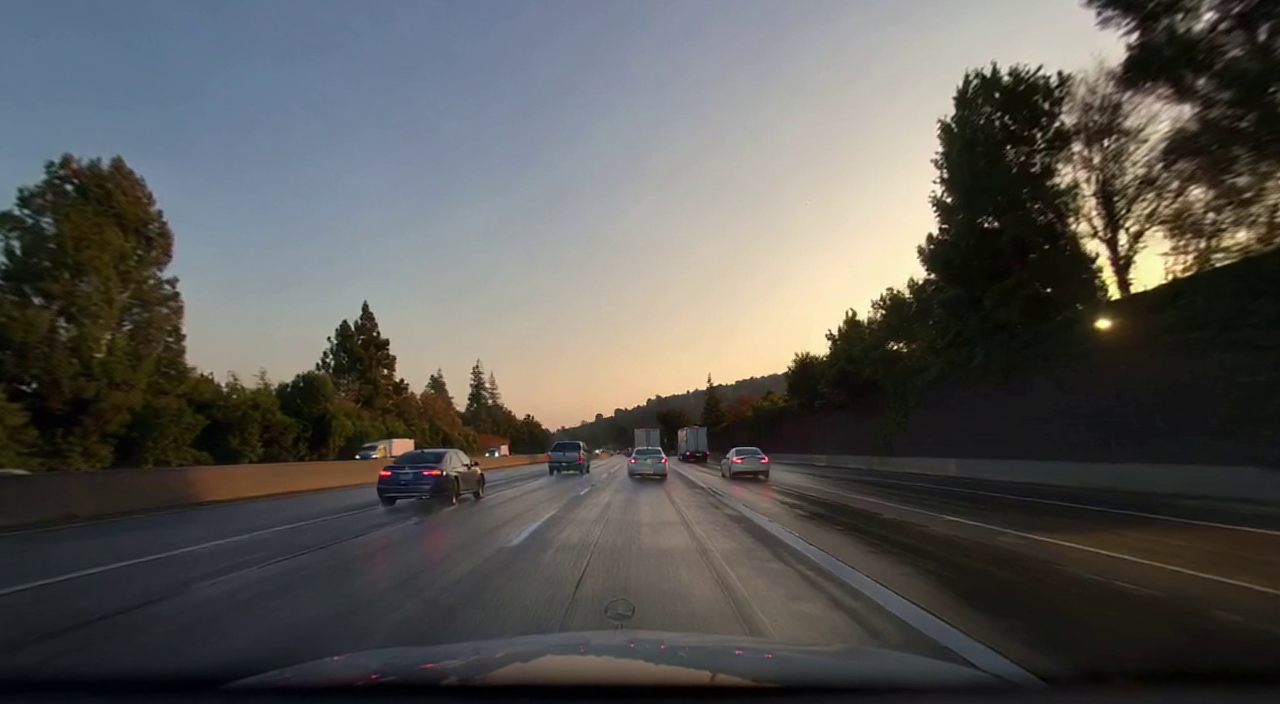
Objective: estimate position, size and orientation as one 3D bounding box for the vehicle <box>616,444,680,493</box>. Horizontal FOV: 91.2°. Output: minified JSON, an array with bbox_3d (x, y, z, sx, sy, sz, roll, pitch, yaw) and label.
[{"bbox_3d":[0.255,4.018,21.945,2.015,1.526,4.286,0,-9,0],"label":"vehicle"}]

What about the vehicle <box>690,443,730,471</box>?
[{"bbox_3d":[4.577,6.949,41.633,2.080,1.748,4.534,0,-9,0],"label":"vehicle"}]

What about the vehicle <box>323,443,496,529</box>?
[{"bbox_3d":[-4.550,2.698,13.224,1.967,1.473,4.439,0,-9,0],"label":"vehicle"}]

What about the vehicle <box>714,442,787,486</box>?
[{"bbox_3d":[4.103,4.234,23.933,1.959,1.503,4.064,0,-9,-1],"label":"vehicle"}]

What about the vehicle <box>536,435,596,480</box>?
[{"bbox_3d":[-3.489,5.101,30.457,2.230,1.973,4.403,-1,-9,2],"label":"vehicle"}]
